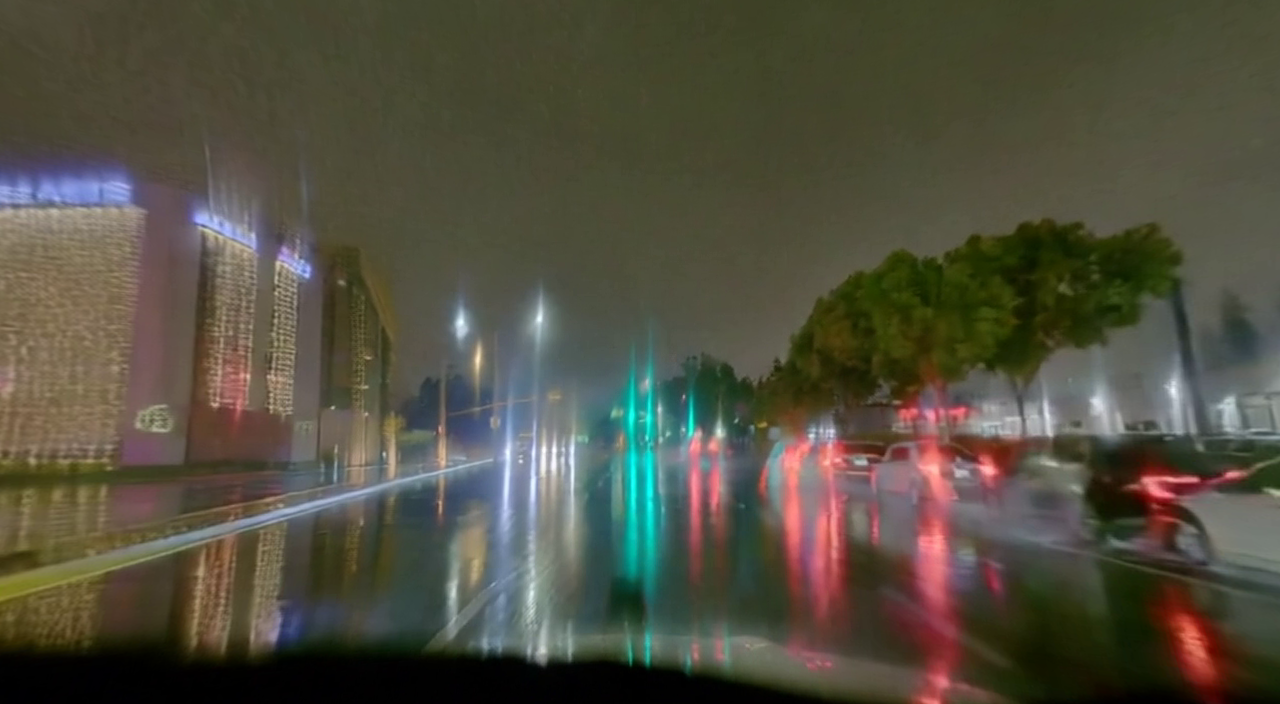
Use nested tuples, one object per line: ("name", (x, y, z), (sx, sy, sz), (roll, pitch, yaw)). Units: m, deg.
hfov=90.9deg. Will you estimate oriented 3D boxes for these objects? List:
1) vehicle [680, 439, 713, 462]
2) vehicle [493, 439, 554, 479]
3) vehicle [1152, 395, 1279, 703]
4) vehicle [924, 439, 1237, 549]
("vehicle", (4.305, 7.562, 48.461), (2.007, 1.683, 4.171), (0, -8, -1))
("vehicle", (-4.712, 4.372, 26.087), (1.917, 1.511, 4.436), (0, -8, -3))
("vehicle", (3.438, 0.660, 0.682), (1.981, 1.499, 4.536), (0, -8, 1))
("vehicle", (7.280, 2.349, 11.271), (2.090, 1.515, 4.731), (0, -8, -1))
